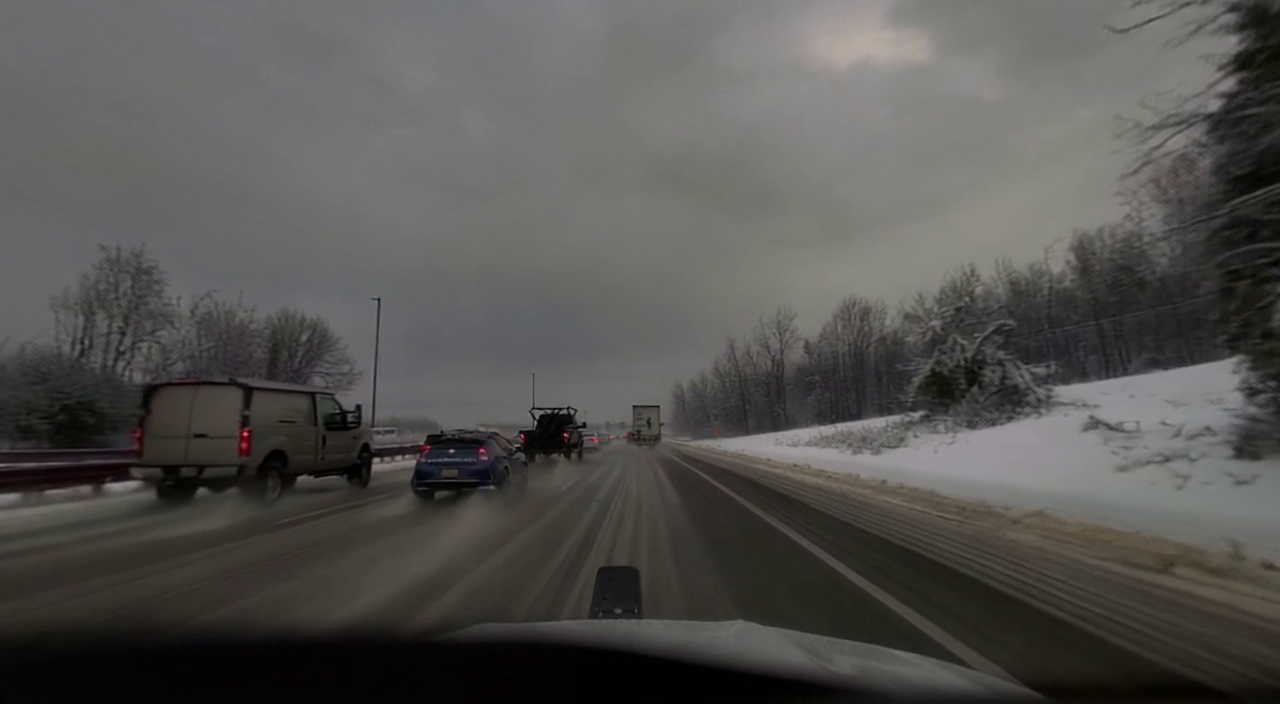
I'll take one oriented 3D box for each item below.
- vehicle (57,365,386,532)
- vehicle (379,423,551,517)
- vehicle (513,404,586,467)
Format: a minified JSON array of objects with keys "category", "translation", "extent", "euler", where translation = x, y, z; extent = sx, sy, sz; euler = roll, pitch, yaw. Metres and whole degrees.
[{"category":"vehicle","translation":[-7.311,1.792,12.174],"extent":[2.386,2.435,5.831],"euler":[0,-8,-1]},{"category":"vehicle","translation":[-3.108,2.174,12.221],"extent":[2.089,1.485,4.153],"euler":[0,-8,1]},{"category":"vehicle","translation":[-3.859,3.721,27.947],"extent":[2.427,2.514,5.159],"euler":[0,-8,0]}]
